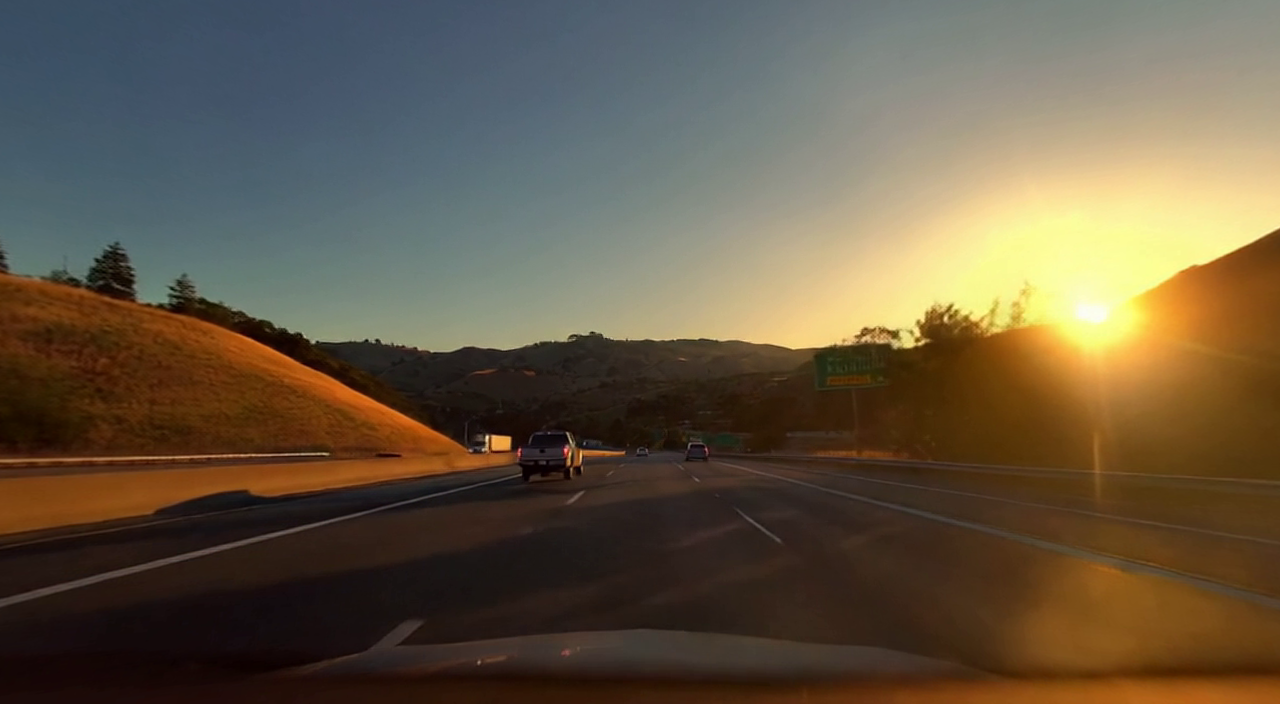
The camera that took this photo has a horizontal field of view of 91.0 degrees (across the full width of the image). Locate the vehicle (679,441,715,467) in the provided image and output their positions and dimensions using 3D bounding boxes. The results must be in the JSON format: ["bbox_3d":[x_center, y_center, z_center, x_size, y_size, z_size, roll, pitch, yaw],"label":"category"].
[{"bbox_3d":[3.827,6.901,42.825,2.095,1.668,4.135,0,-9,1],"label":"vehicle"}]

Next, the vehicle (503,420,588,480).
[{"bbox_3d":[-3.785,4.159,26.789,2.496,2.203,6.317,0,-9,1],"label":"vehicle"}]
